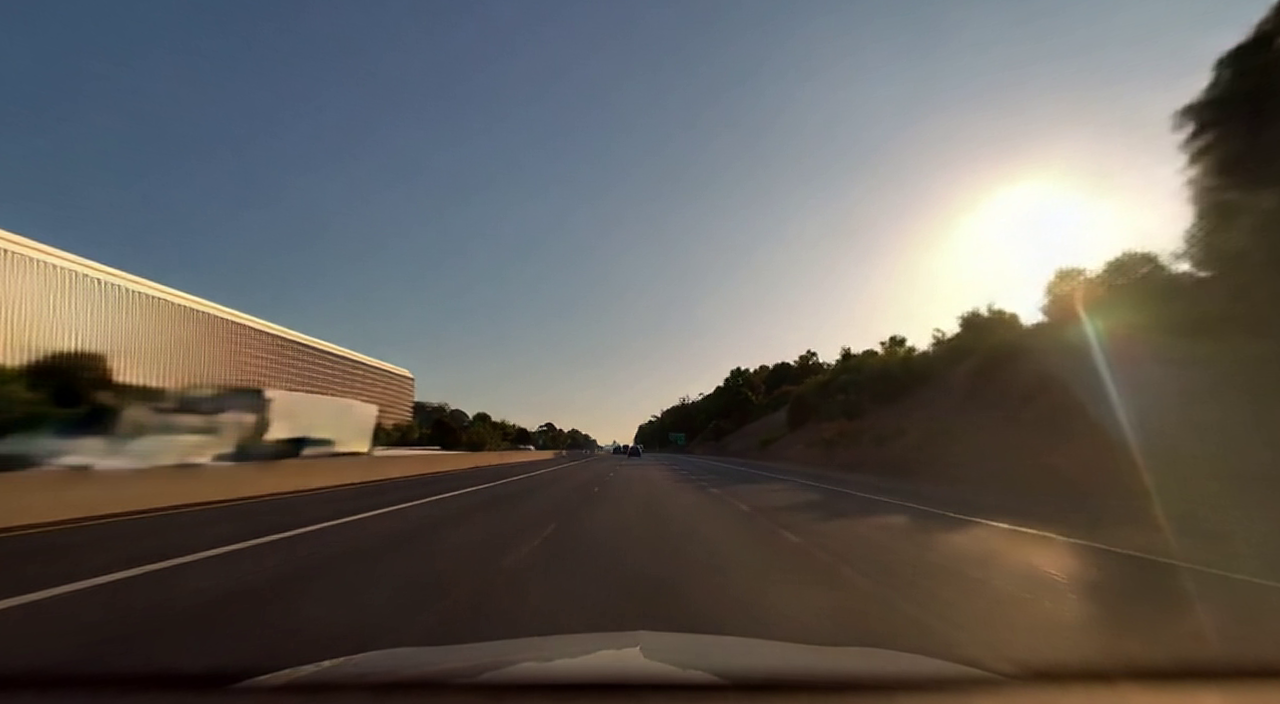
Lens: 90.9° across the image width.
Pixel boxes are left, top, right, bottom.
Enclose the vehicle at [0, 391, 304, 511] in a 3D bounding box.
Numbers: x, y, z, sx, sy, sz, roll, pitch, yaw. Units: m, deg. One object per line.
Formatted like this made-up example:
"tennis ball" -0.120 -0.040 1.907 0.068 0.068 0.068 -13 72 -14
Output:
"vehicle" -11.386 2.408 15.504 2.400 2.294 6.797 0 -9 1
